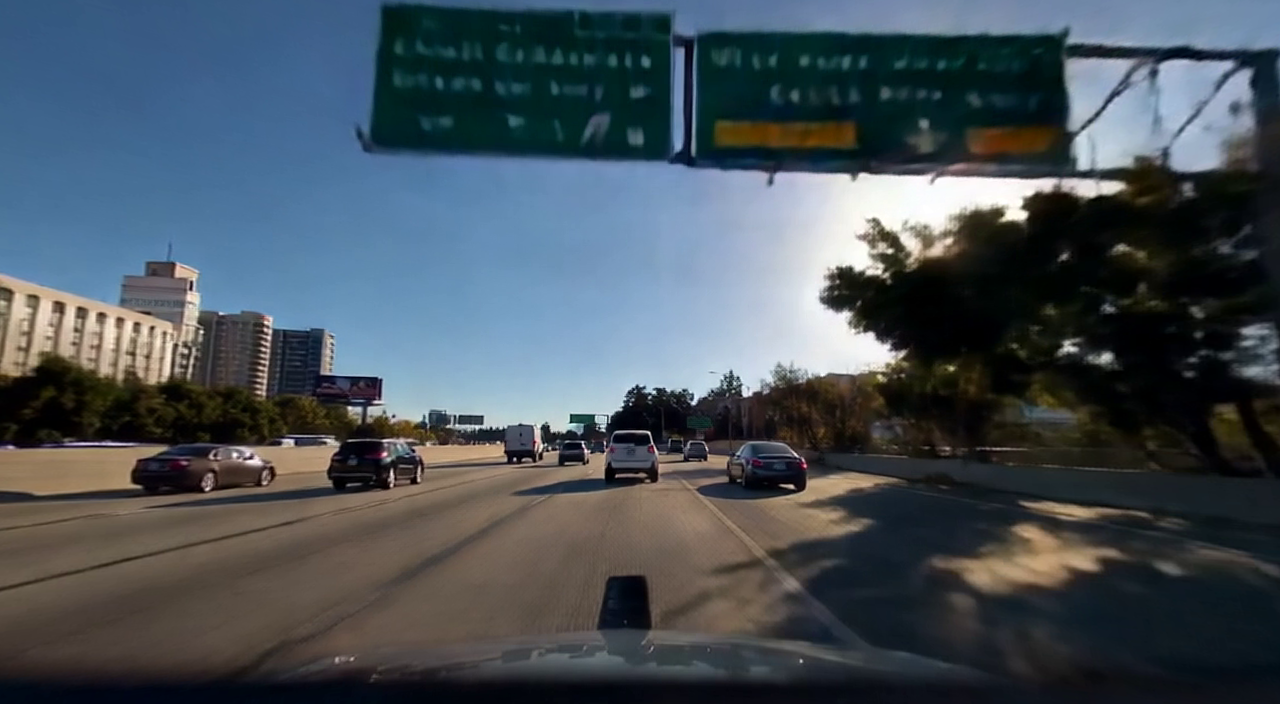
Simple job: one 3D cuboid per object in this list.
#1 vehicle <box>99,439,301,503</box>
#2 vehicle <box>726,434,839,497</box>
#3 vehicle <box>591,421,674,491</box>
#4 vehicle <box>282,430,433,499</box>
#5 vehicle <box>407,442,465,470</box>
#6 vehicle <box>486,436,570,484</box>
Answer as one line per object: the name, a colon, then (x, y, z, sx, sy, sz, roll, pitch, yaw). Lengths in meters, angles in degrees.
vehicle: (-11.228, 3.034, 16.616, 1.970, 1.441, 4.555, 0, -8, 1)
vehicle: (3.702, 3.027, 17.283, 1.942, 1.487, 4.518, 0, -8, -1)
vehicle: (-0.230, 3.119, 19.272, 2.209, 1.863, 4.626, 0, -8, -1)
vehicle: (-7.444, 3.001, 17.233, 2.021, 1.632, 4.417, 0, -8, 1)
vehicle: (-11.442, 5.810, 35.578, 1.923, 1.480, 3.905, 0, -8, 0)
vehicle: (-3.841, 3.794, 22.488, 2.079, 1.499, 4.512, 0, -8, 1)
